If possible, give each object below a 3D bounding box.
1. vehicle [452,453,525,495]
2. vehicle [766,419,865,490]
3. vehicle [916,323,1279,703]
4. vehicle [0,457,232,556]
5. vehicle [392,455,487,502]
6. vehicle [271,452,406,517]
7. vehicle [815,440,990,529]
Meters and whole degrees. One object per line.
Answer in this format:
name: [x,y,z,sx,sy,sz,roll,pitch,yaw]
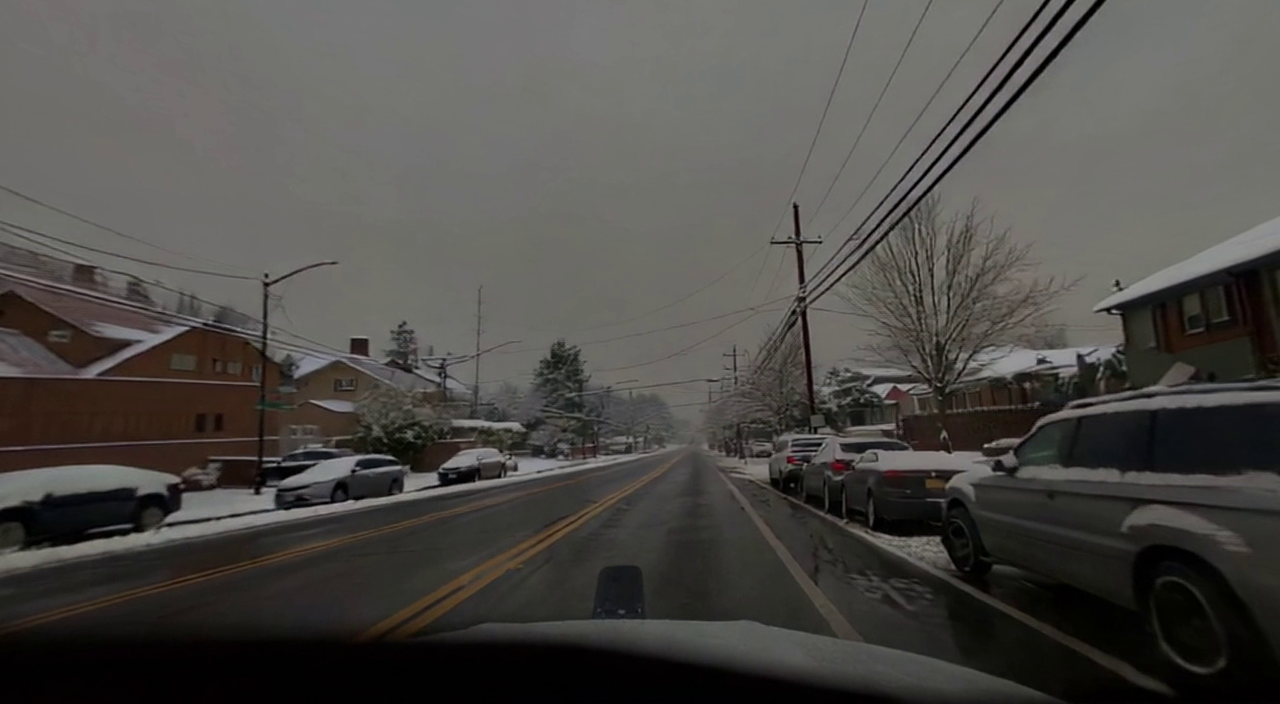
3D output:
vehicle: [-8.246,6.681,35.086,2.282,2.060,5.738,-1,-8,4]
vehicle: [6.001,3.598,22.459,2.330,2.160,5.550,-1,-8,5]
vehicle: [4.227,1.089,4.785,2.199,1.885,5.461,-1,-8,5]
vehicle: [-10.803,2.898,12.203,2.136,1.431,5.197,-7,-9,5]
vehicle: [-9.039,5.731,29.111,2.089,1.837,5.499,-1,-8,5]
vehicle: [-9.771,4.282,20.958,1.937,1.837,4.414,-1,-8,6]
vehicle: [5.163,2.619,13.325,1.927,1.483,5.100,-1,-8,5]
